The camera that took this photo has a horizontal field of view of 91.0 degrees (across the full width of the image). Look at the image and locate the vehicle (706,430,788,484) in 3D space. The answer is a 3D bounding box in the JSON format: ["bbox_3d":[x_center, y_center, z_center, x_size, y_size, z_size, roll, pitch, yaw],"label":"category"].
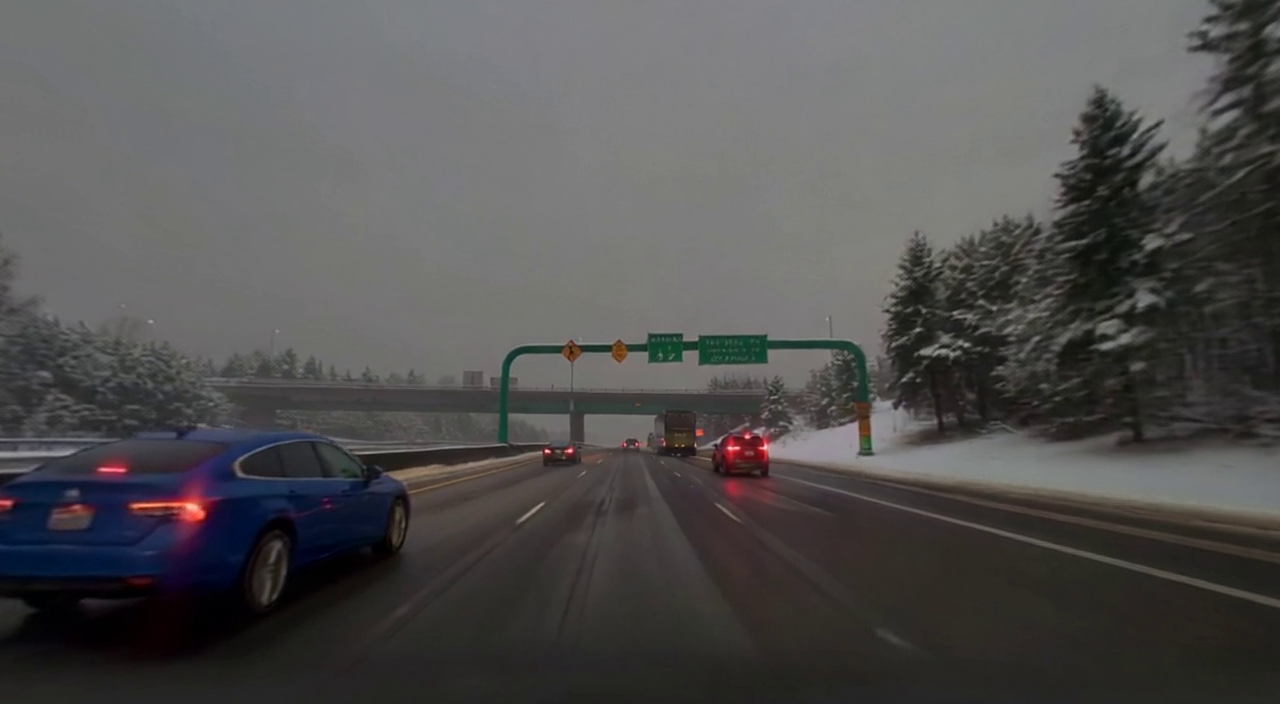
[{"bbox_3d":[3.552,3.562,21.626,2.001,1.625,4.088,0,-8,-1],"label":"vehicle"}]

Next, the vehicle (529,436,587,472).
[{"bbox_3d":[-3.581,4.537,28.308,2.064,1.479,4.370,0,-8,-1],"label":"vehicle"}]

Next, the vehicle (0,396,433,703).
[{"bbox_3d":[-3.512,1.276,5.164,2.122,1.486,4.532,0,-8,0],"label":"vehicle"}]
